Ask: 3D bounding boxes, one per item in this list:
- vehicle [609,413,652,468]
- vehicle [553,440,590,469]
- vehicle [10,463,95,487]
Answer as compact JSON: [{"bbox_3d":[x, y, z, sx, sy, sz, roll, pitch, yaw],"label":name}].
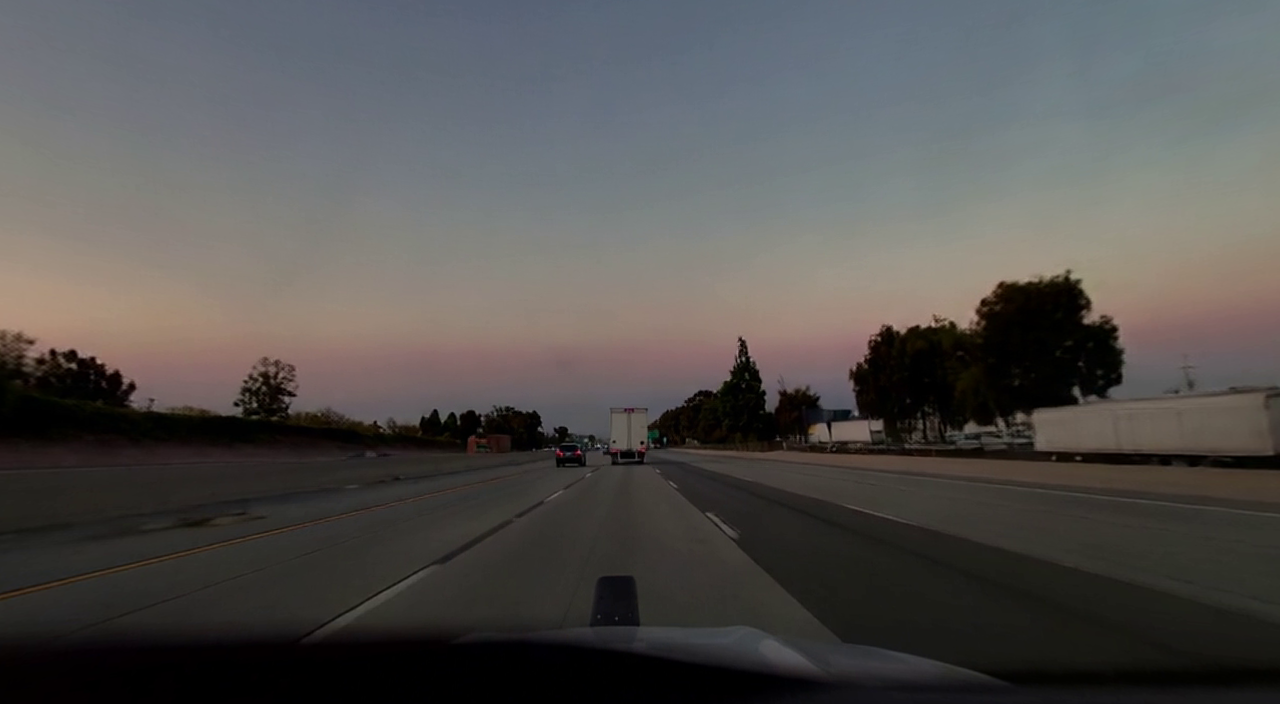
[{"bbox_3d":[-0.659,7.015,49.860,3.000,3.786,11.740,0,-9,0],"label":"vehicle"},{"bbox_3d":[-4.765,7.179,44.327,2.095,1.930,4.680,0,-9,0],"label":"vehicle"},{"bbox_3d":[-42.899,8.984,46.265,1.755,1.534,4.544,0,-9,2],"label":"vehicle"}]
